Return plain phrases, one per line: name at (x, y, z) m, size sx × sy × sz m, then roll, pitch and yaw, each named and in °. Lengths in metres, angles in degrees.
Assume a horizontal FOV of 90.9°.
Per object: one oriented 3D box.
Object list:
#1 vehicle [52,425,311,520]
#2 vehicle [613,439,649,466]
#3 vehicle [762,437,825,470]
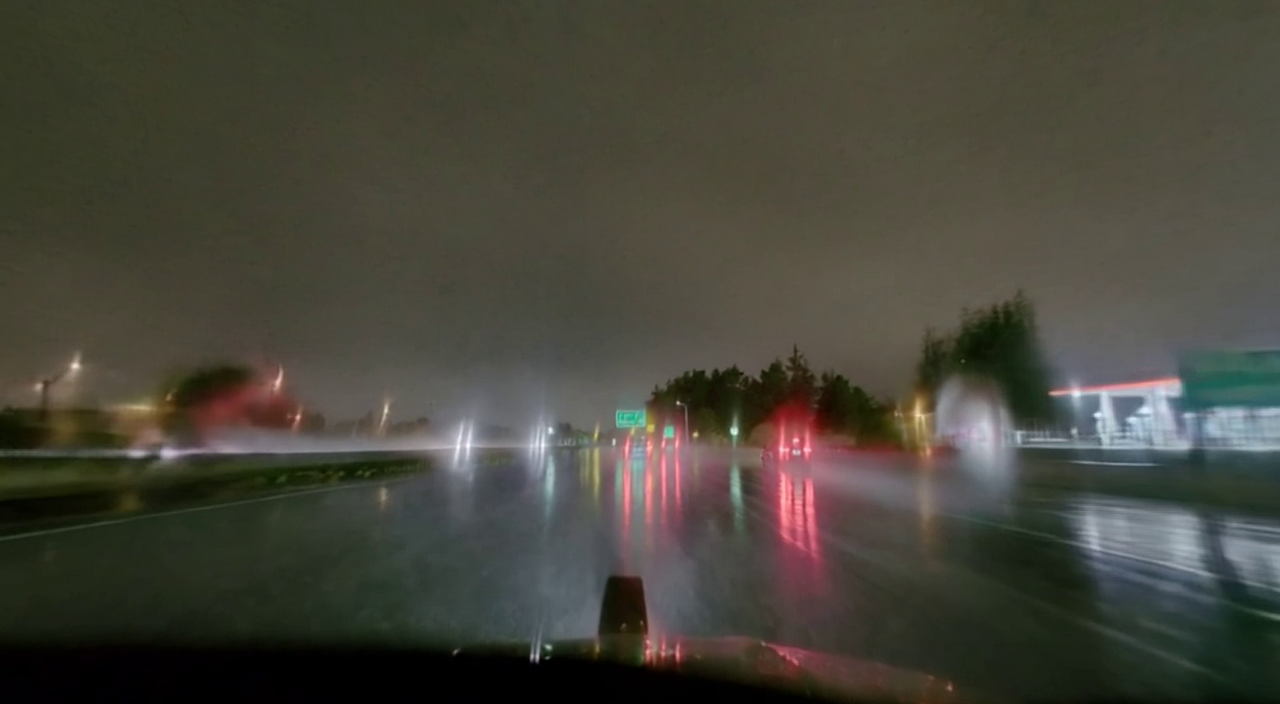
vehicle at (-9.778, 2.577, 14.191) m, size 2.005 × 1.725 × 5.137 m, roll 0°, pitch -8°, yaw -1°
vehicle at (-0.531, 5.817, 36.615) m, size 1.999 × 1.473 × 4.351 m, roll 0°, pitch -8°, yaw -1°
vehicle at (7.333, 4.907, 30.584) m, size 1.867 × 1.463 × 4.295 m, roll 0°, pitch -8°, yaw -1°
